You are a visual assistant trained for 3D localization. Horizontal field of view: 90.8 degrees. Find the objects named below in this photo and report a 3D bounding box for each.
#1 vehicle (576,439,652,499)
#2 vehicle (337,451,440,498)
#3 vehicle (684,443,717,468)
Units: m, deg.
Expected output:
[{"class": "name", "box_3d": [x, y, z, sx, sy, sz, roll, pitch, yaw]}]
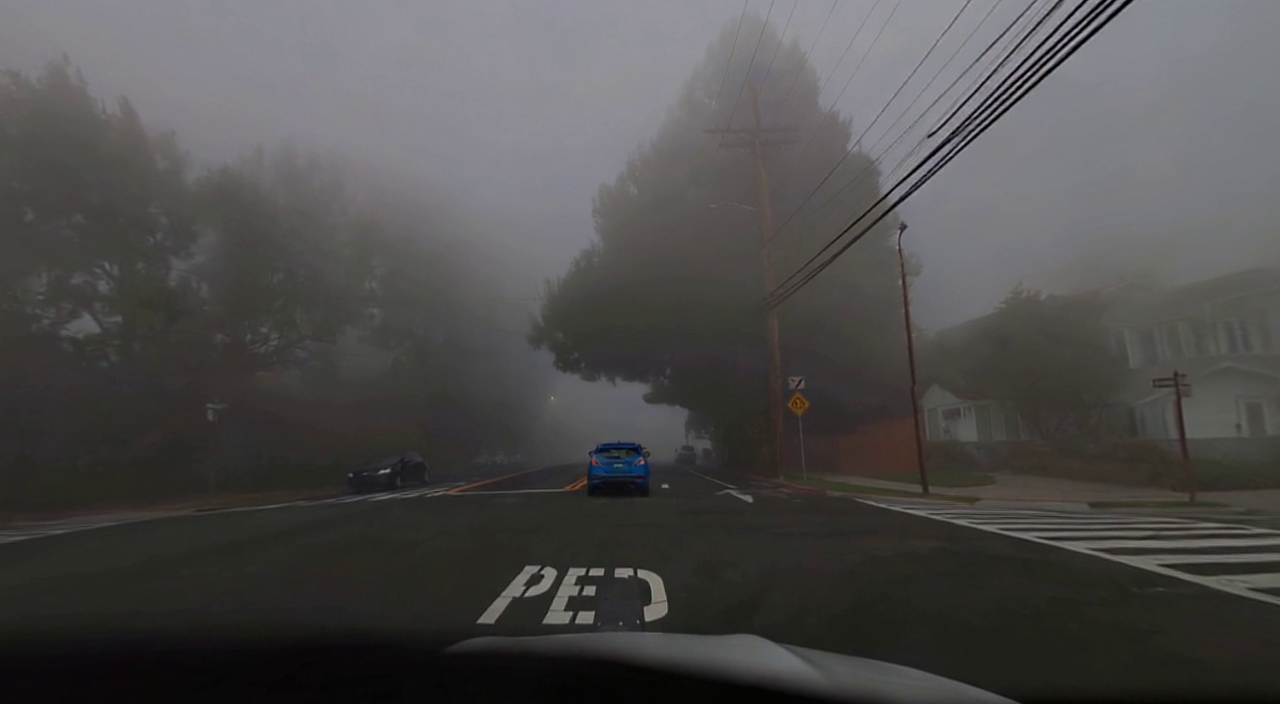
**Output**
[{"class": "vehicle", "box_3d": [-0.671, 3.188, 17.581, 1.877, 1.448, 3.830, 0, -9, -1]}, {"class": "vehicle", "box_3d": [-8.962, 4.361, 22.910, 1.934, 1.506, 4.032, 0, -9, 2]}, {"class": "vehicle", "box_3d": [4.432, 7.647, 46.969, 2.101, 1.744, 4.466, 0, -9, 1]}]
